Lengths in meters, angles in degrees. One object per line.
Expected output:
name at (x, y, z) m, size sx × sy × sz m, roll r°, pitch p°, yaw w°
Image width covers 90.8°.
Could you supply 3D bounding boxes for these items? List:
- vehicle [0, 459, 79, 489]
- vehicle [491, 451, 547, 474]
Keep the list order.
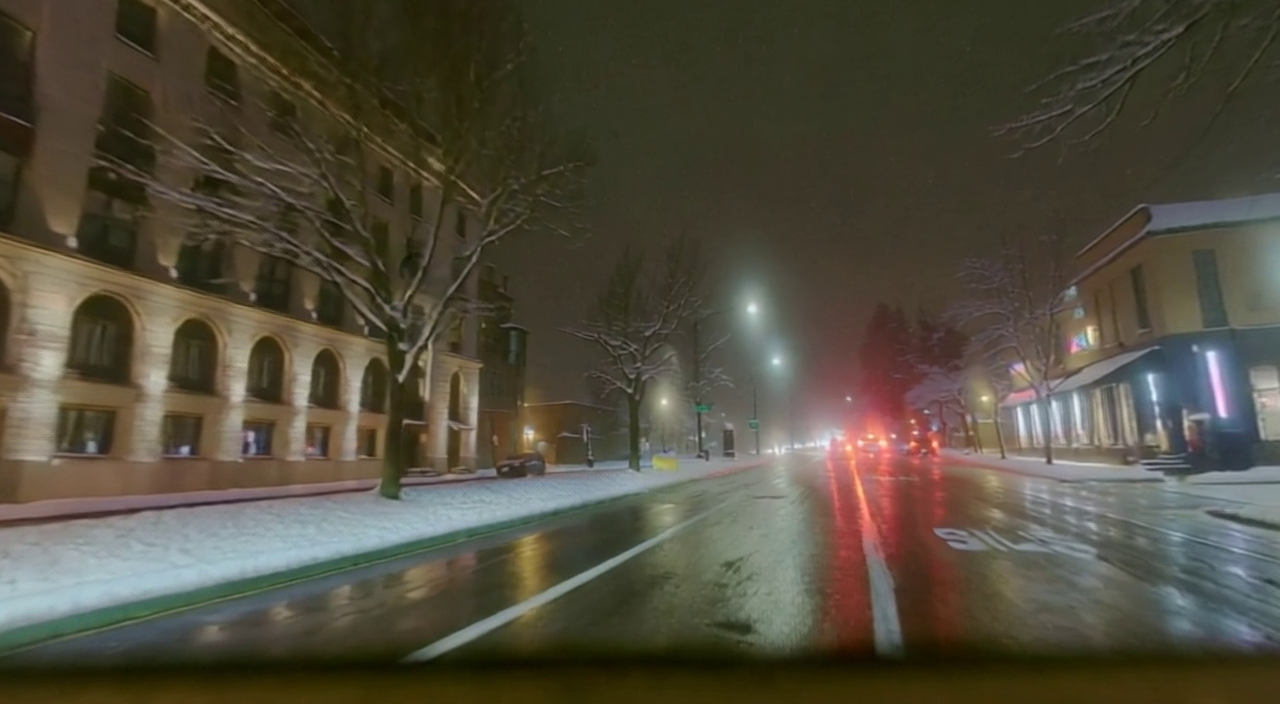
vehicle at (-34.510, 6.858, 35.441) m, size 1.689 × 1.534 × 4.158 m, roll -7°, pitch -12°, yaw 19°
vehicle at (-8.289, 7.599, 43.595) m, size 1.840 × 1.440 × 4.442 m, roll -5°, pitch -10°, yaw 19°
